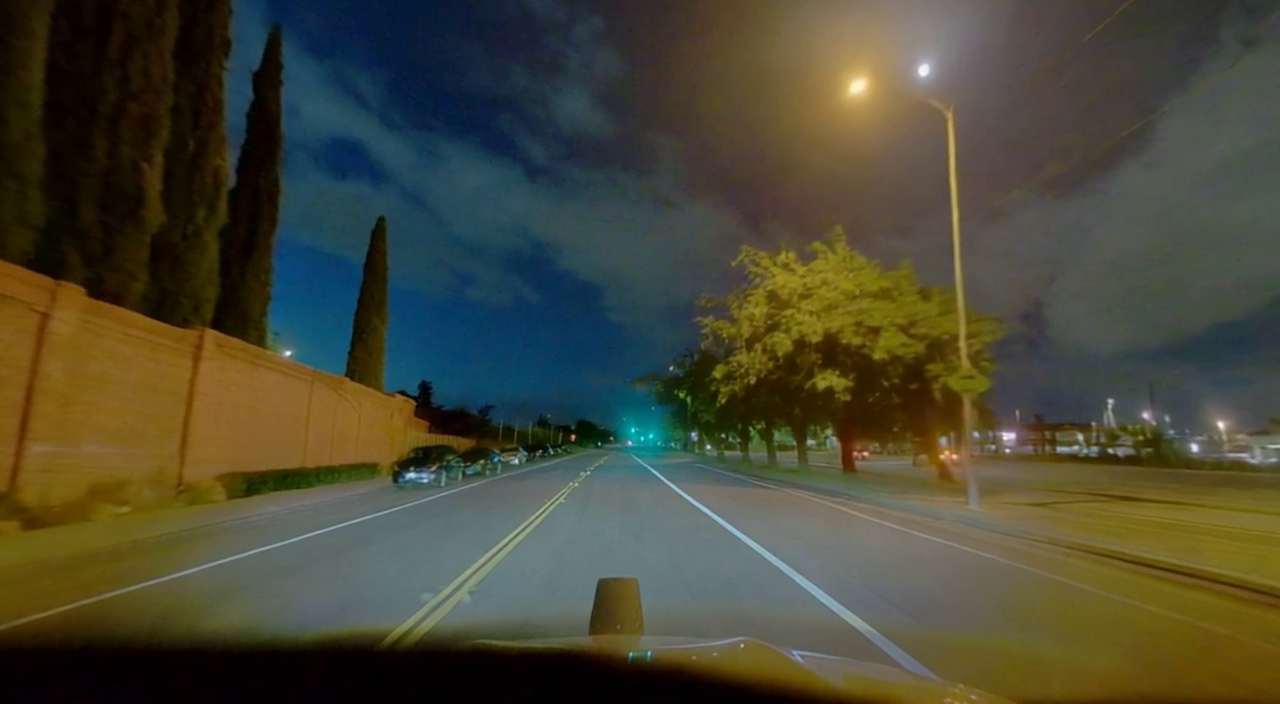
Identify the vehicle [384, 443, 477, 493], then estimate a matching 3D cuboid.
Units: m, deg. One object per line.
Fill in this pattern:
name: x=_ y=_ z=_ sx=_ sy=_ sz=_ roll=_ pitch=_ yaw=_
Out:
vehicle: x=-7.342 y=4.081 z=22.679 sx=1.899 sy=1.485 sz=4.593 roll=2 pitch=-8 yaw=-2
